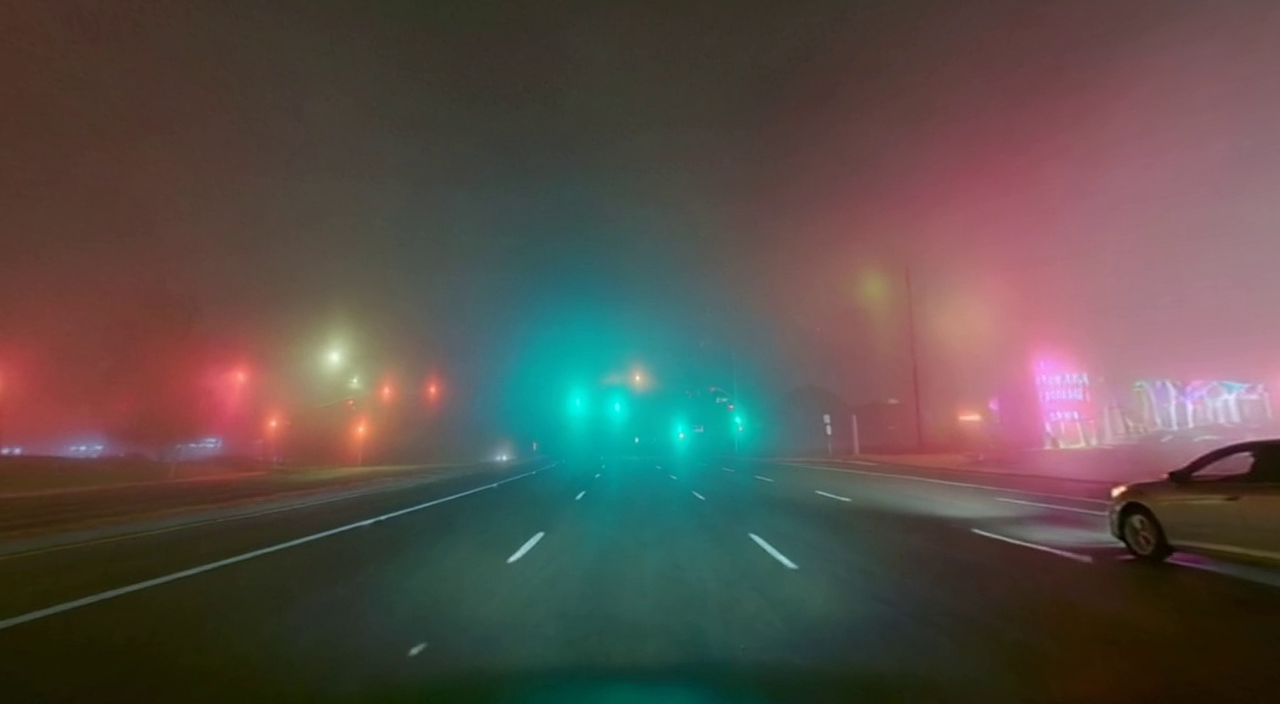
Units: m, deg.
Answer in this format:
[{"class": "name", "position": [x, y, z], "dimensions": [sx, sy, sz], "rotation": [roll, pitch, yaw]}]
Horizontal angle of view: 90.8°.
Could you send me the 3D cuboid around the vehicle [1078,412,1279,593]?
[{"class": "vehicle", "position": [6.351, 1.253, 5.284], "dimensions": [2.070, 1.491, 4.575], "rotation": [0, -8, 0]}]
